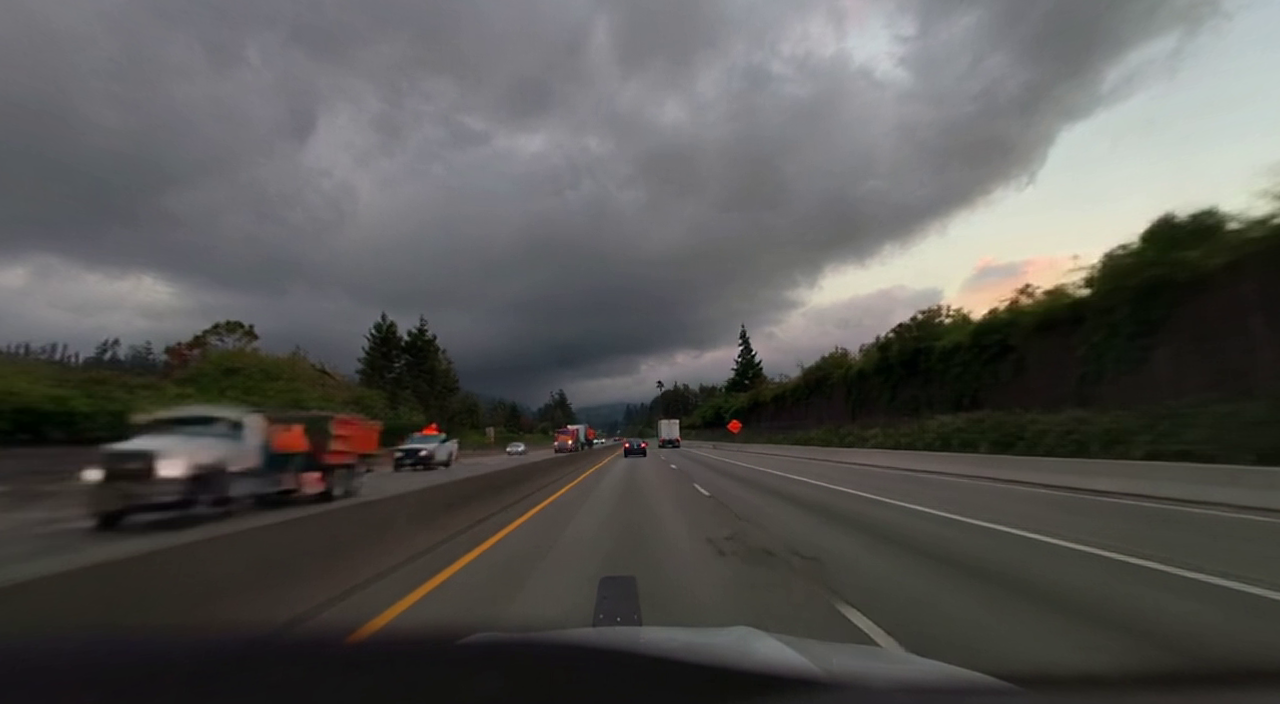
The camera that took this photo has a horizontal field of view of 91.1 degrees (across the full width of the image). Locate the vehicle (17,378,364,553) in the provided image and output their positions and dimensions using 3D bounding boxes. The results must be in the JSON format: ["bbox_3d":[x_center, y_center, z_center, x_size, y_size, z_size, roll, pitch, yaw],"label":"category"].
[{"bbox_3d":[-8.043,2.100,12.489,2.453,2.460,6.190,-3,-8,-1],"label":"vehicle"}]

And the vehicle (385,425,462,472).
[{"bbox_3d":[-12.832,5.775,37.776,2.354,2.530,6.137,0,-8,0],"label":"vehicle"}]

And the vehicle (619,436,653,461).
[{"bbox_3d":[-0.278,5.997,39.260,2.004,1.472,4.075,0,-8,-2],"label":"vehicle"}]
